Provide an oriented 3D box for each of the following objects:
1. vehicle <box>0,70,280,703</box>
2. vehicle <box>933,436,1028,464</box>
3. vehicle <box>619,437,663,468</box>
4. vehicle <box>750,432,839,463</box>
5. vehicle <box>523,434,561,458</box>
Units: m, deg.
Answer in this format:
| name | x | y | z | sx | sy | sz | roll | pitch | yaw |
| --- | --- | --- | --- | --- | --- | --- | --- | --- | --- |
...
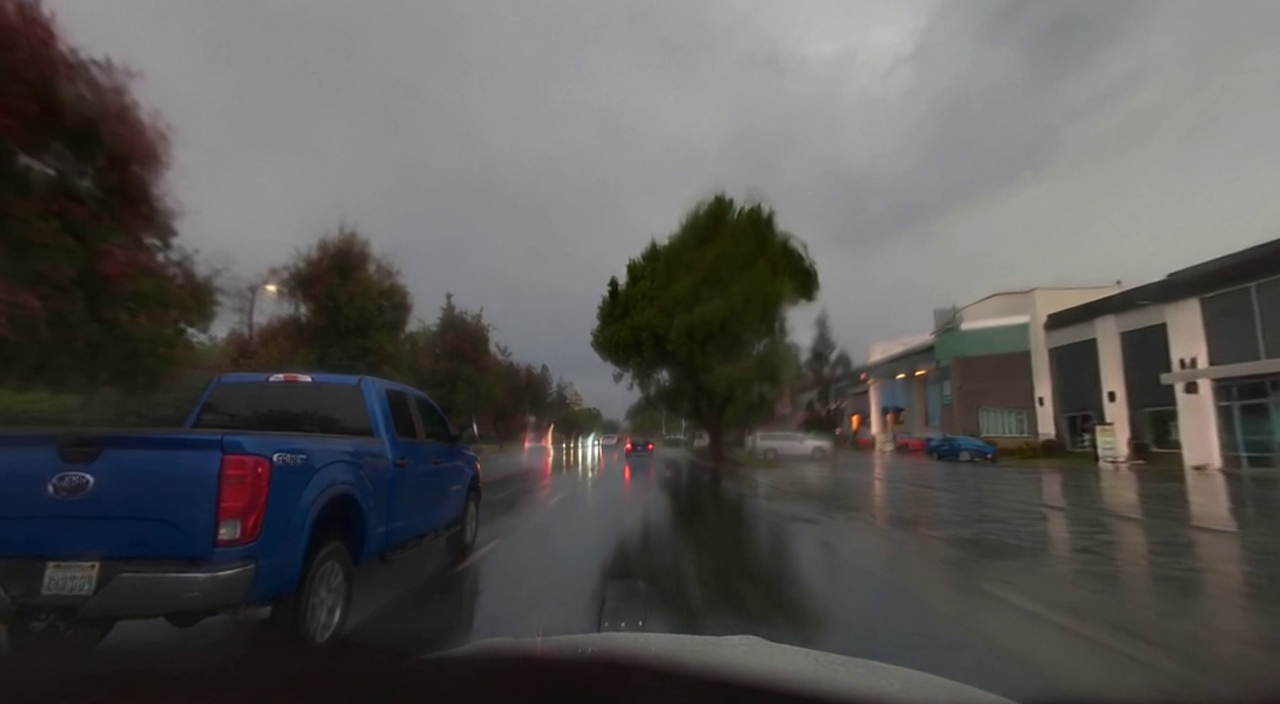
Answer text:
| name | x | y | z | sx | sy | sz | roll | pitch | yaw |
| --- | --- | --- | --- | --- | --- | --- | --- | --- | --- |
| vehicle | -3.506 | 0.177 | 0.884 | 2.733 | 2.495 | 5.037 | -1 | -8 | 3 |
| vehicle | 20.620 | 5.919 | 38.064 | 4.836 | 1.567 | 2.051 | -5 | -10 | 31 |
| vehicle | 0.045 | 5.311 | 33.452 | 2.191 | 1.530 | 4.470 | 0 | -8 | 0 |
| vehicle | 9.453 | 5.816 | 38.329 | 5.109 | 1.735 | 1.997 | 4 | -9 | -25 |
| vehicle | -7.721 | 7.471 | 49.988 | 2.146 | 1.788 | 5.153 | 0 | -8 | 0 |
